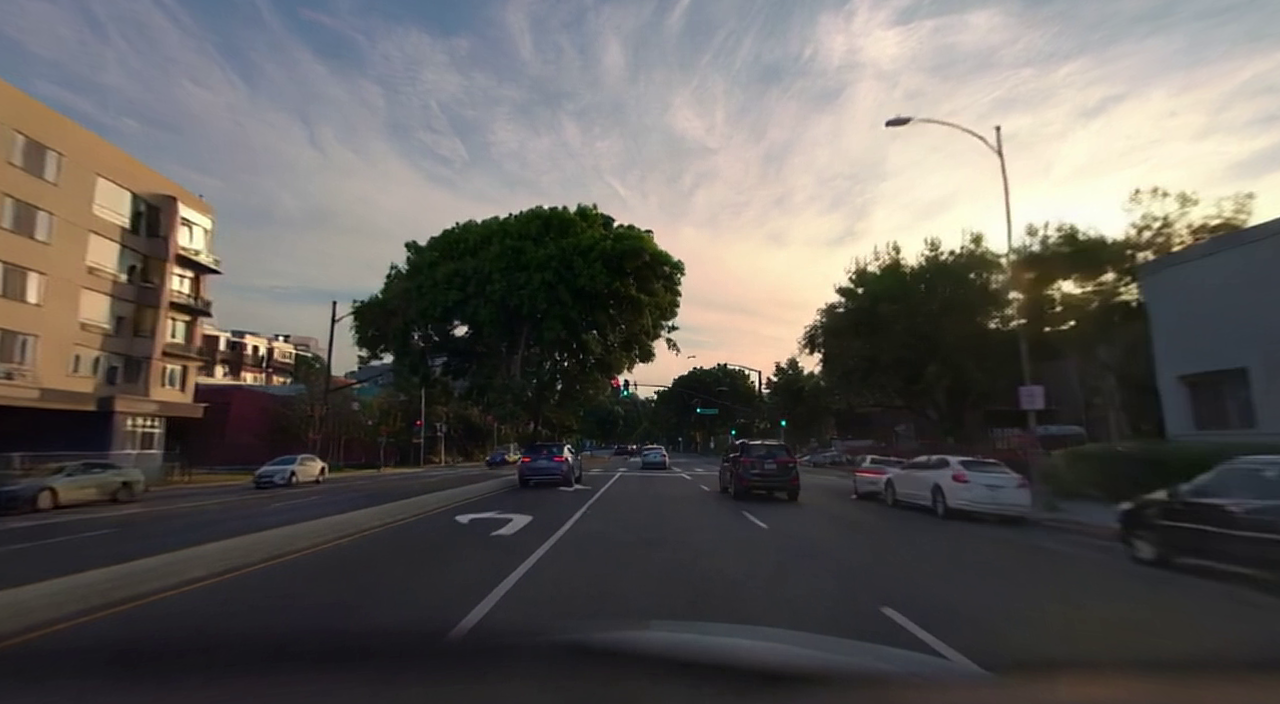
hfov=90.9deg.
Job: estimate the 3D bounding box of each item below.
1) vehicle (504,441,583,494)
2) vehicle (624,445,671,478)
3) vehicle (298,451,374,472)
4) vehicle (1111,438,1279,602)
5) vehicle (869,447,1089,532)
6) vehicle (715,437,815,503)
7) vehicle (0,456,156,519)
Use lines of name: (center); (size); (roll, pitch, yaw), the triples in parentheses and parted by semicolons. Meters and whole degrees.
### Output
vehicle: (-2.990, 3.684, 20.458); (1.860, 1.510, 4.073); (0, -9, 1)
vehicle: (0.349, 5.200, 30.264); (2.103, 1.468, 4.094); (0, -9, 0)
vehicle: (-23.499, 8.462, 48.834); (4.890, 1.514, 1.908); (0, -9, 1)
vehicle: (6.964, 1.555, 5.779); (1.898, 1.524, 4.439); (0, -9, 1)
vehicle: (6.877, 2.803, 13.596); (1.920, 1.473, 4.898); (0, -9, -2)
vehicle: (3.355, 3.243, 17.708); (1.987, 1.637, 3.896); (0, -9, 0)
vehicle: (-16.766, 3.811, 18.112); (1.919, 1.469, 4.719); (-2, -8, 1)
